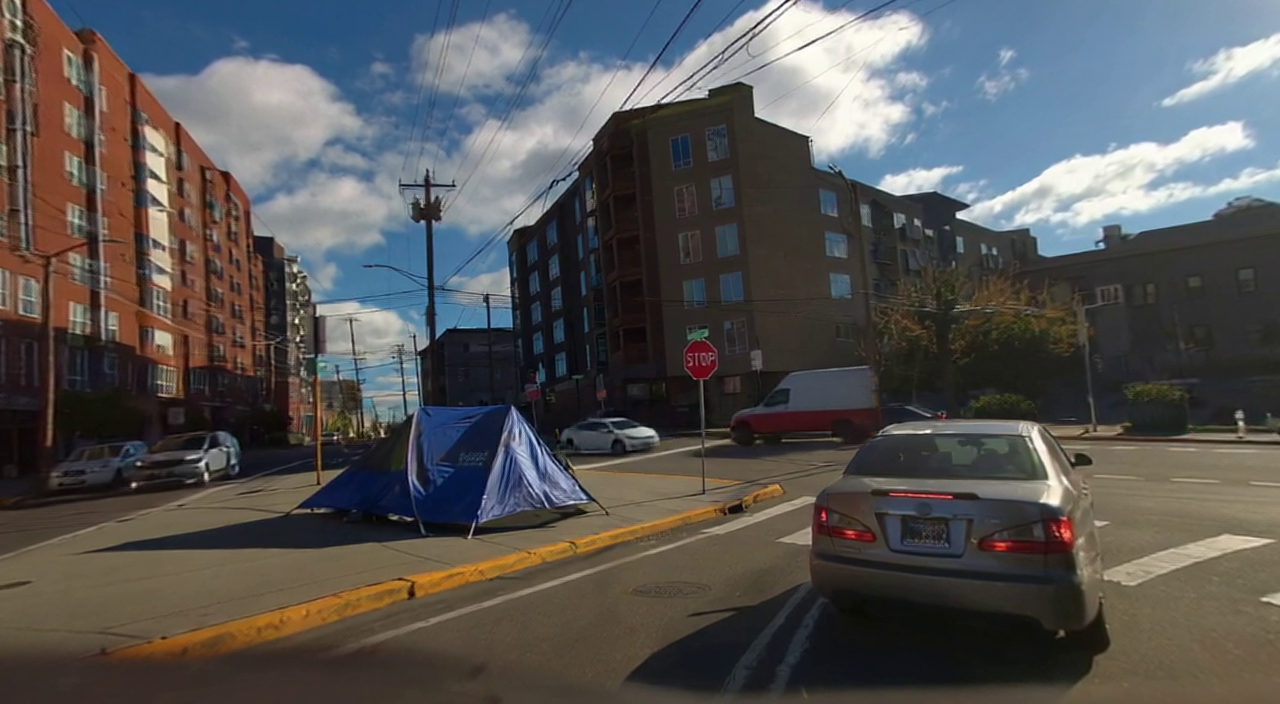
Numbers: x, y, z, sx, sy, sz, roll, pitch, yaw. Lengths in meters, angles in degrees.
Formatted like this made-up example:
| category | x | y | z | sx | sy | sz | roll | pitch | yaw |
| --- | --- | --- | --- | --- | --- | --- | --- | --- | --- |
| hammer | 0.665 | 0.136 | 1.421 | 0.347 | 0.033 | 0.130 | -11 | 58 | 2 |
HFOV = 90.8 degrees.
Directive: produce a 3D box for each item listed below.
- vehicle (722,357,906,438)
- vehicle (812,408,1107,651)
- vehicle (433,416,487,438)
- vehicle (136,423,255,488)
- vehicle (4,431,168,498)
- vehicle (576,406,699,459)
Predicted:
| category | x | y | z | sx | sy | sz | roll | pitch | yaw |
| --- | --- | --- | --- | --- | --- | --- | --- | --- | --- |
| vehicle | 7.328 | 2.159 | 27.455 | 7.172 | 3.075 | 2.584 | -7 | -10 | 42 |
| vehicle | 3.438 | 1.545 | 6.657 | 1.945 | 1.647 | 4.160 | -6 | -10 | 32 |
| vehicle | -13.654 | 5.697 | 47.787 | 2.089 | 1.506 | 4.641 | 7 | -11 | -41 |
| vehicle | -13.392 | 3.115 | 19.323 | 1.987 | 1.686 | 3.971 | 0 | -8 | -21 |
| vehicle | -17.136 | 3.462 | 19.955 | 2.054 | 1.800 | 5.212 | 3 | -9 | -20 |
| vehicle | -0.162 | 2.970 | 22.948 | 4.320 | 1.724 | 1.870 | -8 | -11 | 42 |
